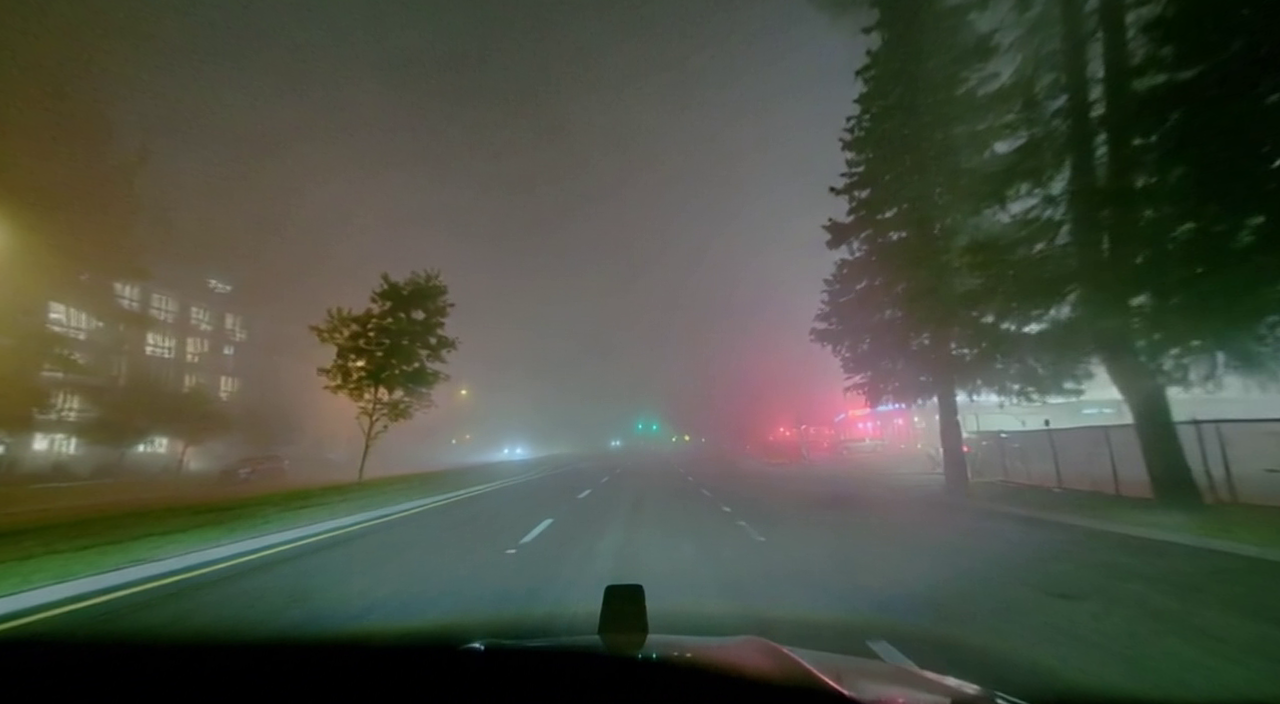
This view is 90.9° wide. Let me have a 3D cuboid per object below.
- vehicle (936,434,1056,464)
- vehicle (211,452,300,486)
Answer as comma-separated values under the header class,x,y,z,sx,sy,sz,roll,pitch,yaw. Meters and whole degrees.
class,x,y,z,sx,sy,sz,roll,pitch,yaw
vehicle,17.967,4.931,32.011,4.813,1.464,2.073,0,-9,-1
vehicle,-22.559,6.851,37.259,2.067,1.743,5.056,0,-8,-1
